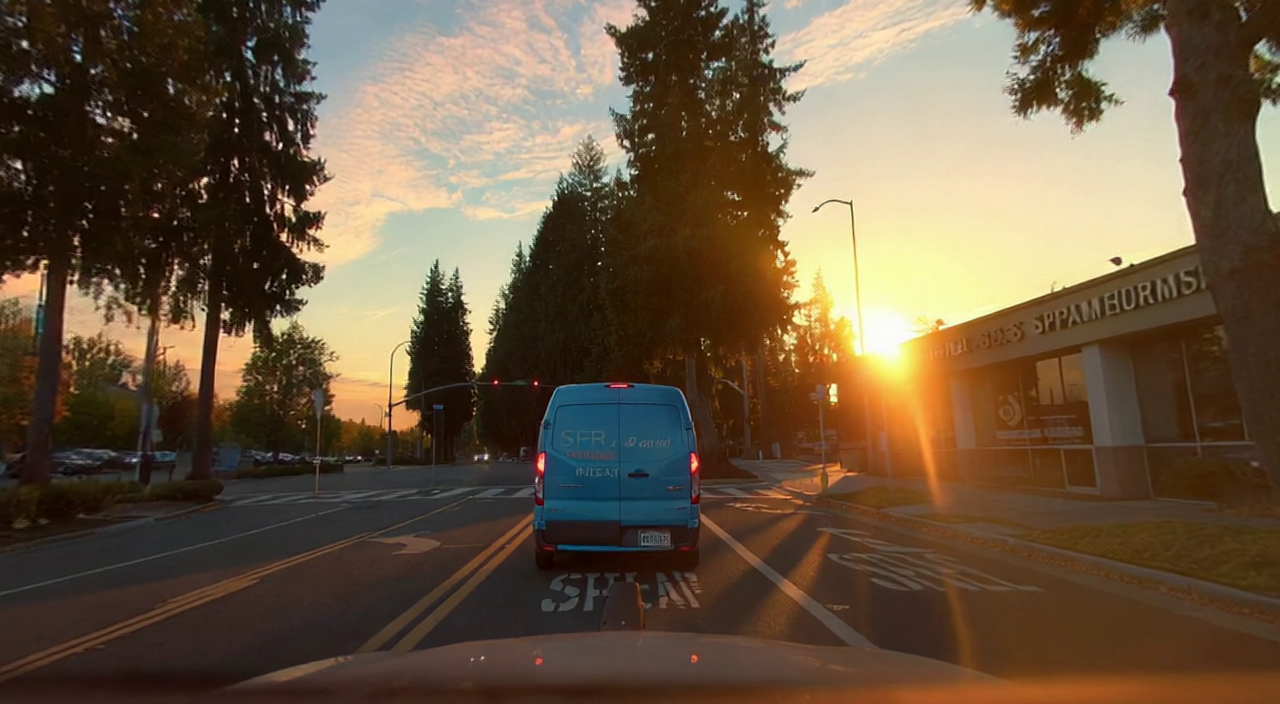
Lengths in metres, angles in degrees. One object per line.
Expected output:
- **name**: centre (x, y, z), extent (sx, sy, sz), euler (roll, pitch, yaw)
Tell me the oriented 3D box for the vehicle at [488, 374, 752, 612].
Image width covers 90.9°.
- **vehicle**: centre (-0.291, 1.463, 7.288), extent (2.181, 1.949, 3.932), euler (1, -9, -4)
